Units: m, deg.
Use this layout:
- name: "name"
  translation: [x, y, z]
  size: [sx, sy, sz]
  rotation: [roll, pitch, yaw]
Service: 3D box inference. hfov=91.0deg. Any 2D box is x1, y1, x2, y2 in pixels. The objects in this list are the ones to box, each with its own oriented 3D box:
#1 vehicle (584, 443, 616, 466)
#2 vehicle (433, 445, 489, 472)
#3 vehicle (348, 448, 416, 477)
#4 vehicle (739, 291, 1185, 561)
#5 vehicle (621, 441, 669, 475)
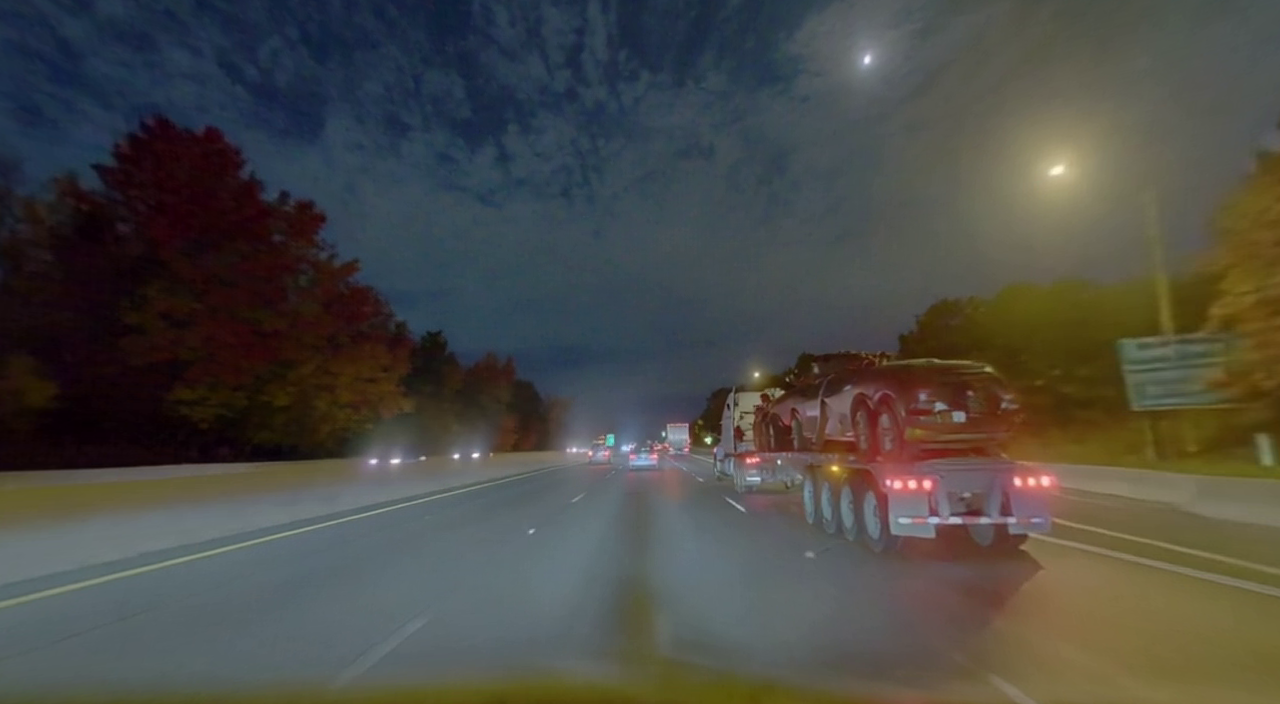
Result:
- name: "vehicle"
  translation: [-2.761, 7.181, 44.240]
  size: [1.928, 1.464, 3.706]
  rotation: [0, -8, 1]
- name: "vehicle"
  translation: [-10.364, 6.183, 36.736]
  size: [1.955, 1.488, 4.226]
  rotation: [0, -8, 1]
- name: "vehicle"
  translation: [-14.317, 6.129, 35.146]
  size: [1.844, 1.493, 4.292]
  rotation: [0, -8, 2]
- name: "vehicle"
  translation: [4.863, 1.806, 14.137]
  size: [3.150, 3.257, 13.098]
  rotation: [0, -8, 0]
- name: "vehicle"
  translation: [0.268, 5.074, 30.320]
  size: [2.152, 1.484, 4.211]
  rotation: [0, -8, 1]
